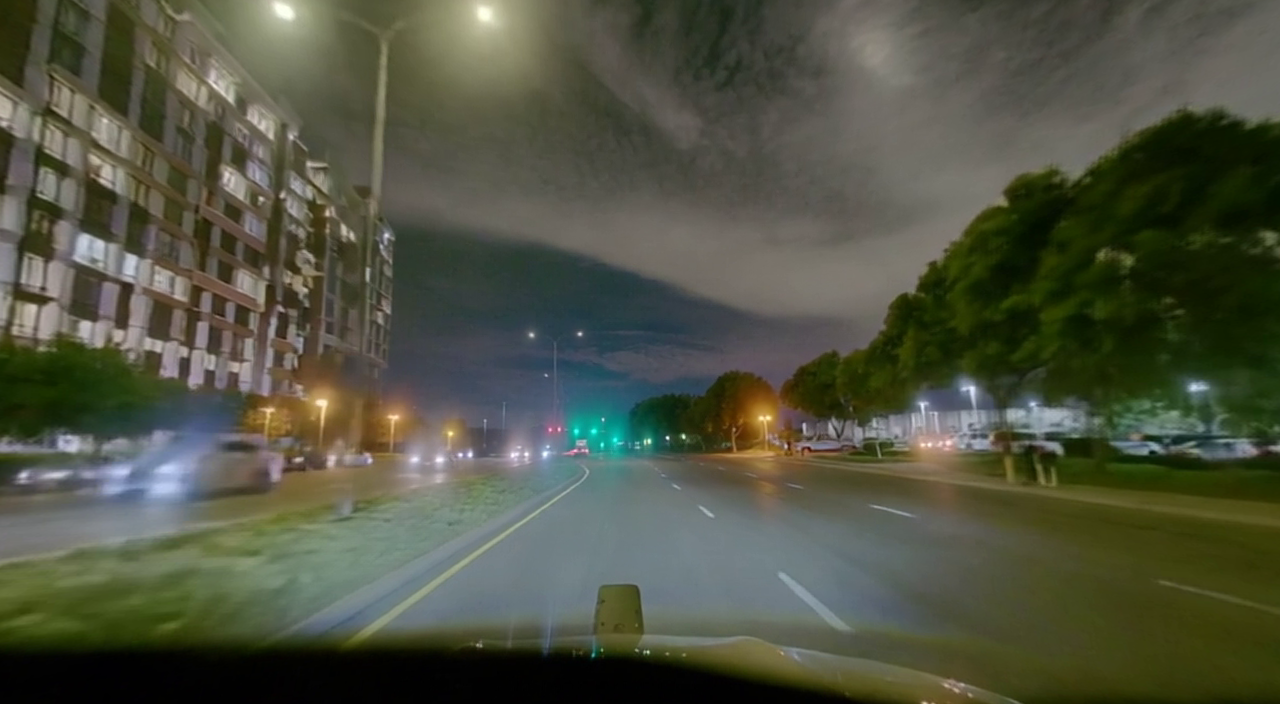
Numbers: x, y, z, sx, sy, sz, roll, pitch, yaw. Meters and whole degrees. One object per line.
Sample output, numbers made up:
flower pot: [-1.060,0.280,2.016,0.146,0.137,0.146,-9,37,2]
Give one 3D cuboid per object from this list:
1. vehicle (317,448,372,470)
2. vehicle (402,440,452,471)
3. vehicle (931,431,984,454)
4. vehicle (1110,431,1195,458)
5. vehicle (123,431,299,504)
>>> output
vehicle: [-21.823,7.903,46.862,2.155,1.542,4.584,1,-9,-5]
vehicle: [-13.647,6.635,40.679,1.927,1.828,4.112,0,-9,-2]
vehicle: [23.561,6.725,46.740,2.219,1.587,5.047,-8,-11,41]
vehicle: [31.170,5.627,38.430,4.313,1.549,1.851,3,-9,-18]
vehicle: [-12.323,3.323,18.662,1.816,1.843,4.863,0,-9,-1]
